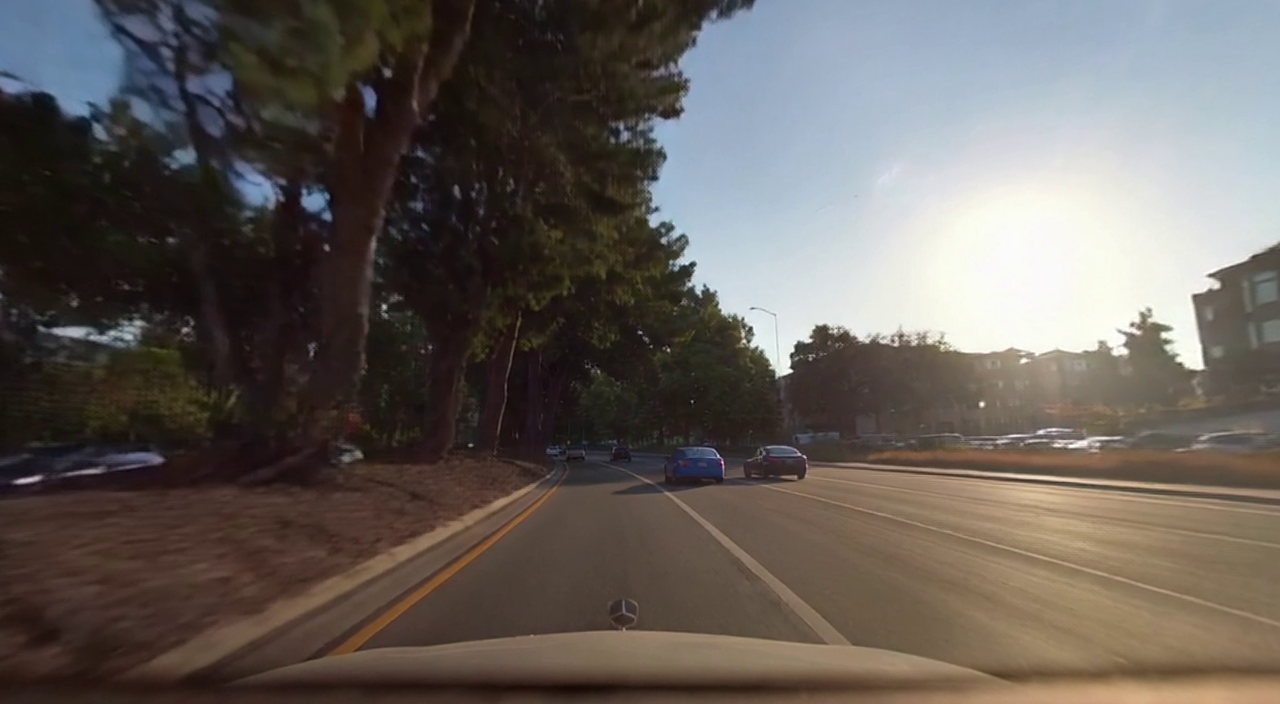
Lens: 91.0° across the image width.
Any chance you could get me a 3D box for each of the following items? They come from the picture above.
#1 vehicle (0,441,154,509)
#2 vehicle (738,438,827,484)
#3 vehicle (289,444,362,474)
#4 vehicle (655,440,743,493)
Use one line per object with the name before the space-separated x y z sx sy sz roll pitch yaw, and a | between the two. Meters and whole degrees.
vehicle | -15.107 3.019 16.018 1.926 1.483 4.651 0 -8 -3
vehicle | 5.037 3.921 22.958 1.901 1.474 4.363 0 -8 -5
vehicle | -16.608 5.643 33.513 1.891 1.475 4.659 0 -8 -5
vehicle | 1.726 3.572 20.082 2.077 1.464 4.134 0 -8 -5
